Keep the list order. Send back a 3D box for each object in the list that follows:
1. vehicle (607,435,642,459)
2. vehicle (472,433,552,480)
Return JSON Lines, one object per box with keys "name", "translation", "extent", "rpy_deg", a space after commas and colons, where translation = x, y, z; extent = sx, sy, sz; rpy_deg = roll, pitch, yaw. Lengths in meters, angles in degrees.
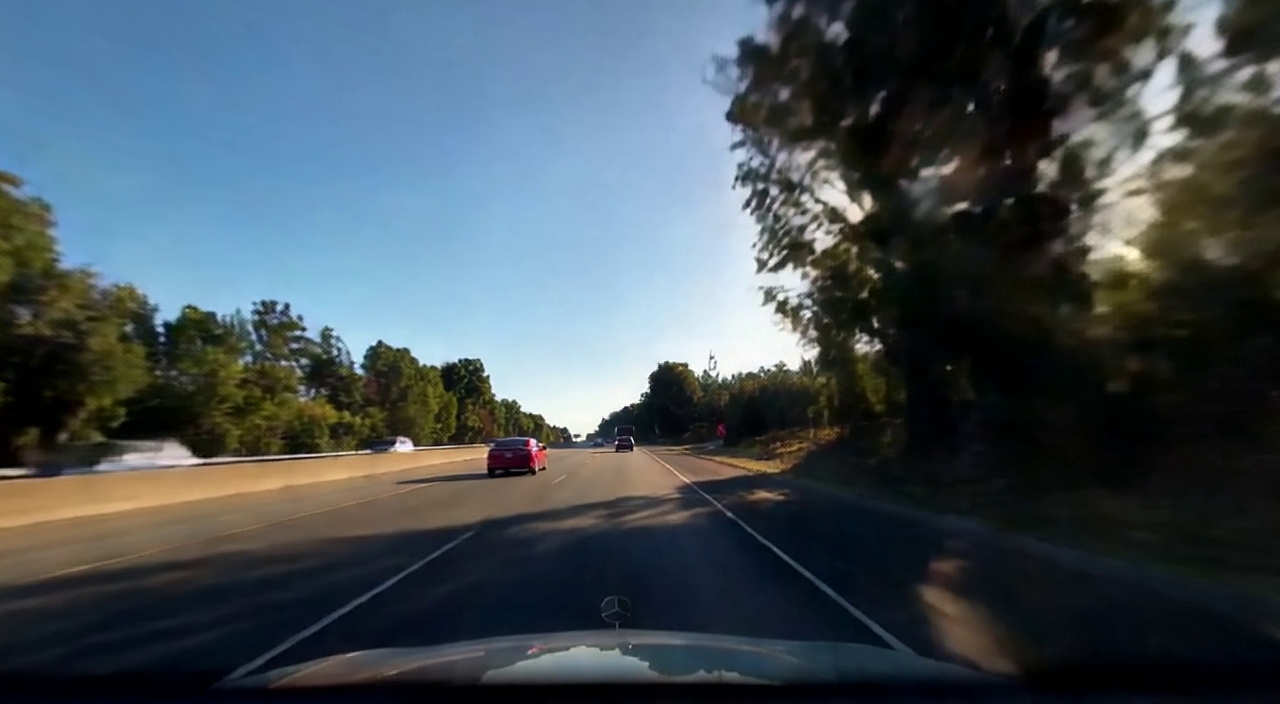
{"name": "vehicle", "translation": [-0.972, 6.154, 41.098], "extent": [2.162, 1.460, 4.242], "rpy_deg": [0, -8, 0]}
{"name": "vehicle", "translation": [-4.274, 3.534, 21.650], "extent": [1.907, 1.445, 4.049], "rpy_deg": [0, -8, 0]}
